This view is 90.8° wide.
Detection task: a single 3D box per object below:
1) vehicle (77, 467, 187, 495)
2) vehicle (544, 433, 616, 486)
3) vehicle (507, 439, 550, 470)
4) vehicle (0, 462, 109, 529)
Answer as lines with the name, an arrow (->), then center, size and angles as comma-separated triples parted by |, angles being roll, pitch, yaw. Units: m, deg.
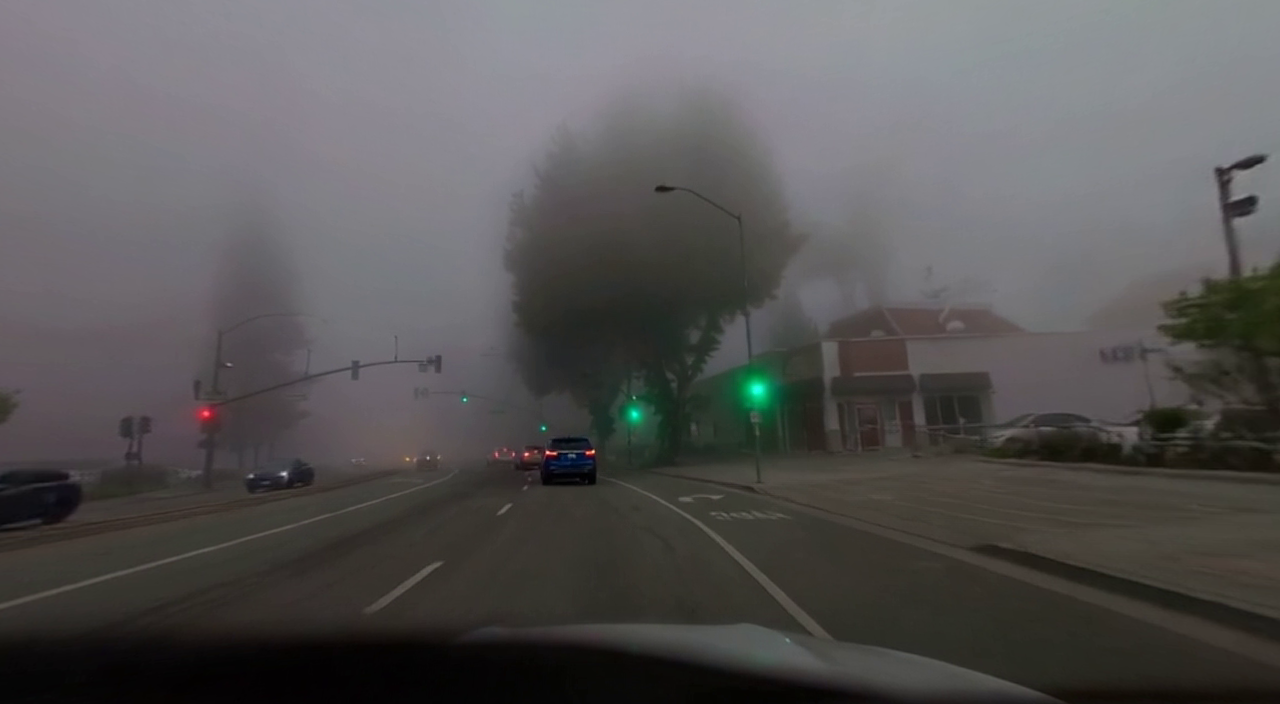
vehicle -> -31.865, 8.099, 39.817 | 4.804, 1.544, 2.244 | 3, -9, -20
vehicle -> -2.274, 3.867, 22.979 | 2.227, 1.733, 3.930 | 1, -9, -10
vehicle -> -7.598, 6.885, 42.729 | 2.067, 1.947, 4.628 | 3, -9, -19
vehicle -> -16.698, 3.705, 16.466 | 2.071, 1.506, 4.604 | 1, -8, -7
